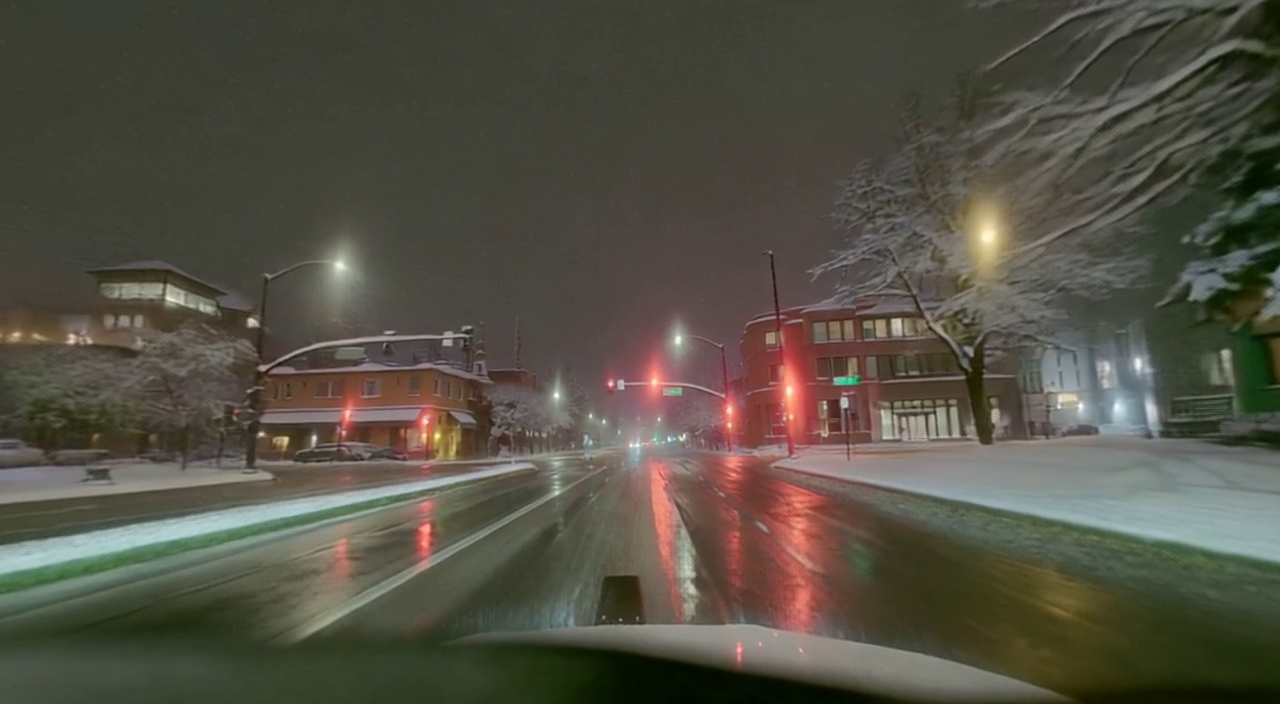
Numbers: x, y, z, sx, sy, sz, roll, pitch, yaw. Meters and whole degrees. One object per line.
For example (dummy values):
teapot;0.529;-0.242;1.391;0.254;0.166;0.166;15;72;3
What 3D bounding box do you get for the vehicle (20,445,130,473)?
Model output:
vehicle;-32.076;6.094;35.956;1.852;1.485;4.683;0;-9;1
